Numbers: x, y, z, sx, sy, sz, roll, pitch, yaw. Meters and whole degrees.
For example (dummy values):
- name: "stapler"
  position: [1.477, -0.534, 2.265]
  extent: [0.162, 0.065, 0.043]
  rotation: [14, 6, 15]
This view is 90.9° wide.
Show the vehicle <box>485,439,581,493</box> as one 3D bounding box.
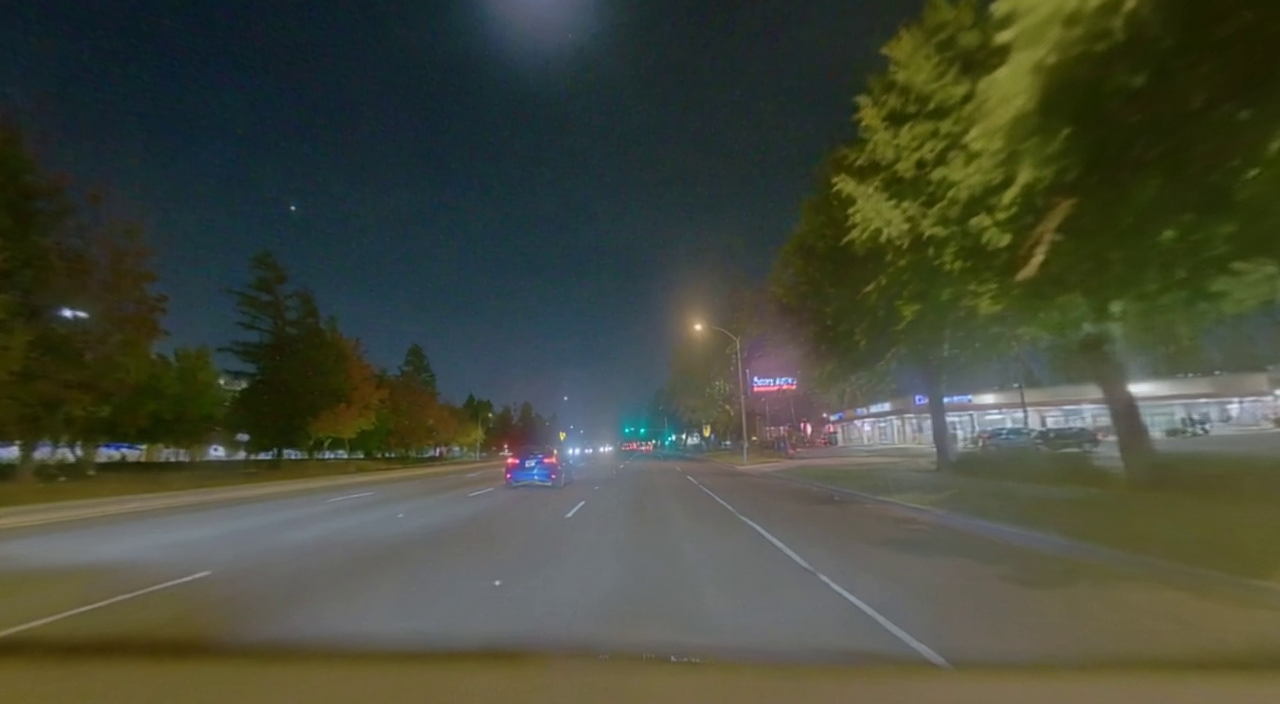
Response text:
- name: "vehicle"
  position: [-3.184, 3.521, 19.814]
  extent: [2.152, 1.479, 4.394]
  rotation: [0, -8, 1]

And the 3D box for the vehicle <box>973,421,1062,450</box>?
- name: "vehicle"
  position: [25.324, 5.612, 42.359]
  extent: [4.643, 1.852, 1.978]
  rotation: [0, -8, 0]

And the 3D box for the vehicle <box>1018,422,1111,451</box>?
- name: "vehicle"
  position: [25.337, 5.092, 37.718]
  extent: [4.222, 1.450, 1.766]
  rotation: [-3, -8, 0]
